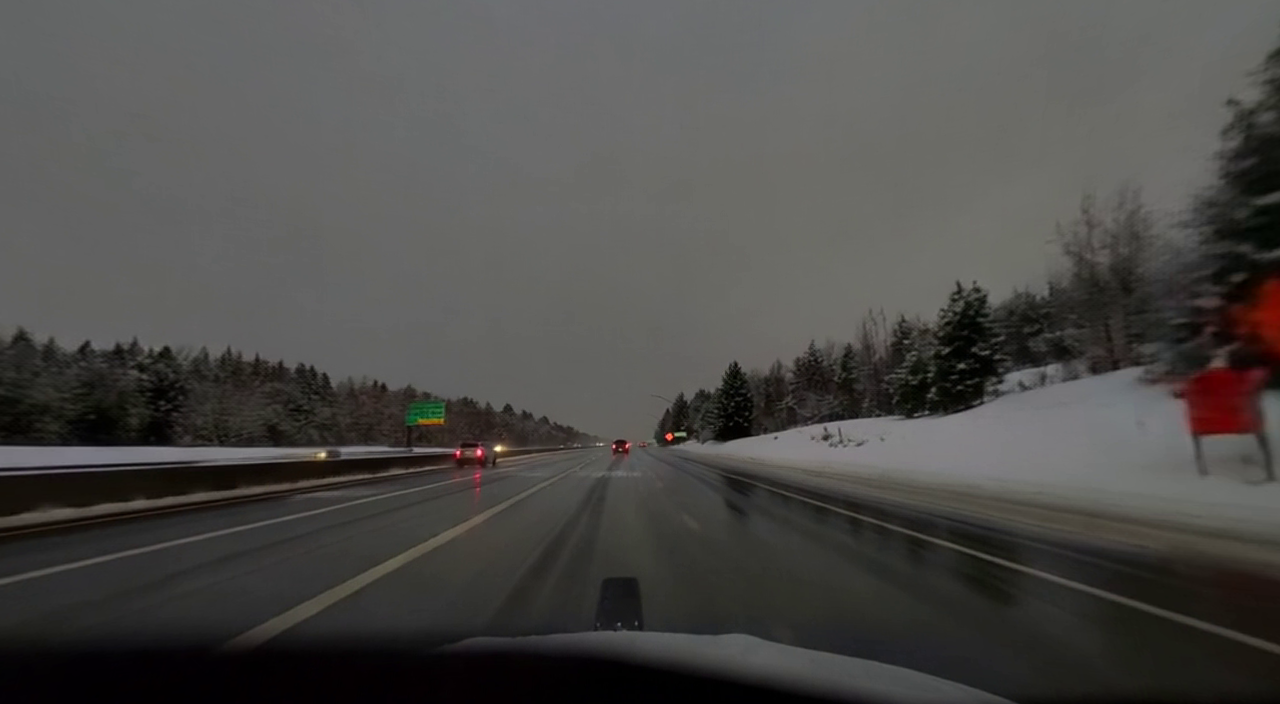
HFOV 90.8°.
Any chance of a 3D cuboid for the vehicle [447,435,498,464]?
[{"bbox_3d":[-12.080,7.079,45.932,2.270,1.936,5.190,0,-9,-1],"label":"vehicle"}]
